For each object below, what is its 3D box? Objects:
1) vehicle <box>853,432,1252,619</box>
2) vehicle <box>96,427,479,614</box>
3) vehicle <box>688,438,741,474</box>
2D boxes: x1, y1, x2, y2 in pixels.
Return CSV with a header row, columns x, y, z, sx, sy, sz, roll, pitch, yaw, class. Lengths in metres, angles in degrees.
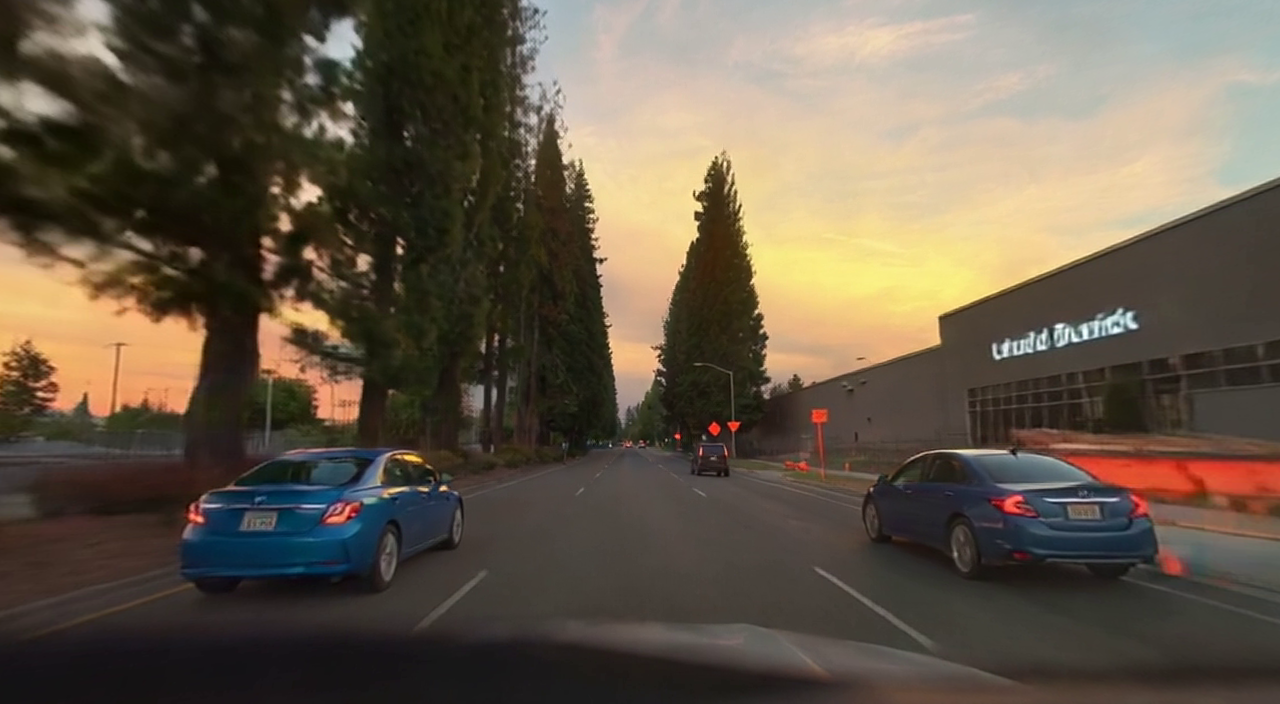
x,y,z,sx,sy,sz,roll,pitch,yaw,class
3.993,1.689,7.049,1.827,1.491,3.743,0,-9,-1,vehicle
-3.350,1.664,7.178,2.020,1.474,4.098,0,-9,-1,vehicle
3.893,5.534,33.835,2.159,1.793,4.735,0,-9,-2,vehicle
